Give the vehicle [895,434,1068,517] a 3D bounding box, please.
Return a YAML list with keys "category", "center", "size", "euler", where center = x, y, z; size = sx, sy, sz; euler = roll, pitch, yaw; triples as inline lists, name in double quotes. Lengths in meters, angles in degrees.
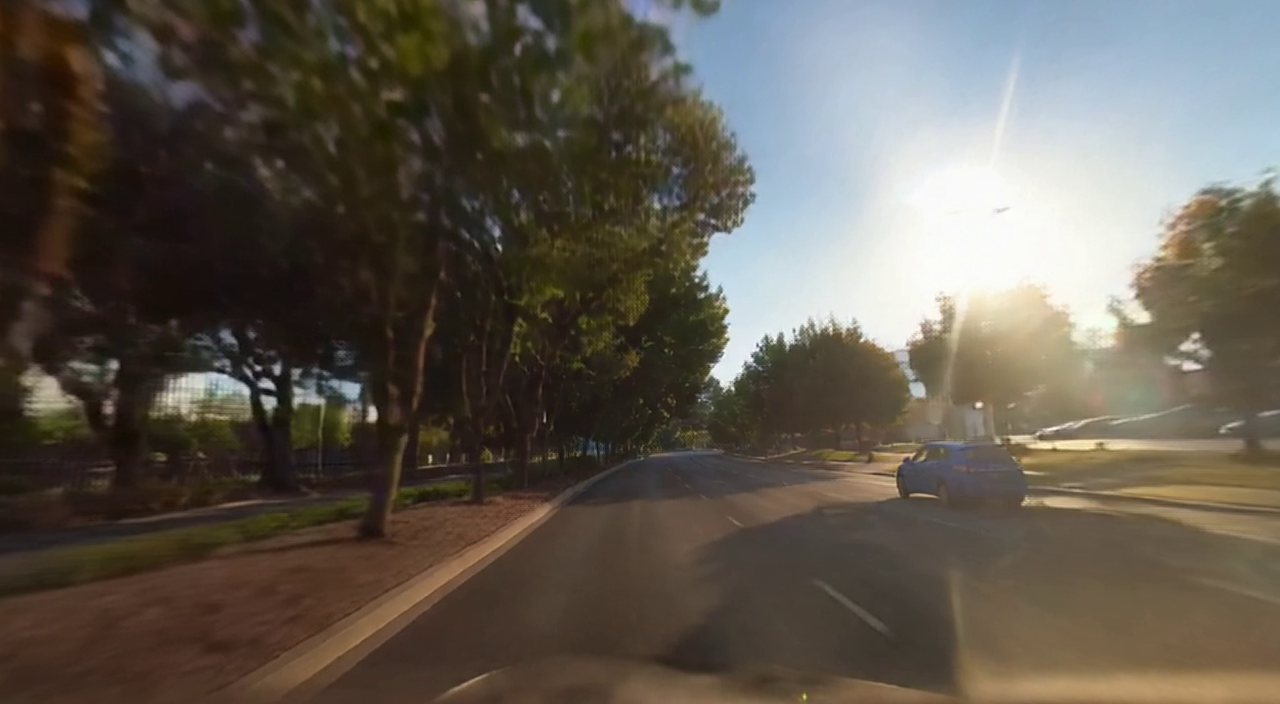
- category: "vehicle"
  center: [7.139, 2.595, 13.665]
  size: [1.797, 1.518, 3.433]
  euler: [0, -9, 0]
